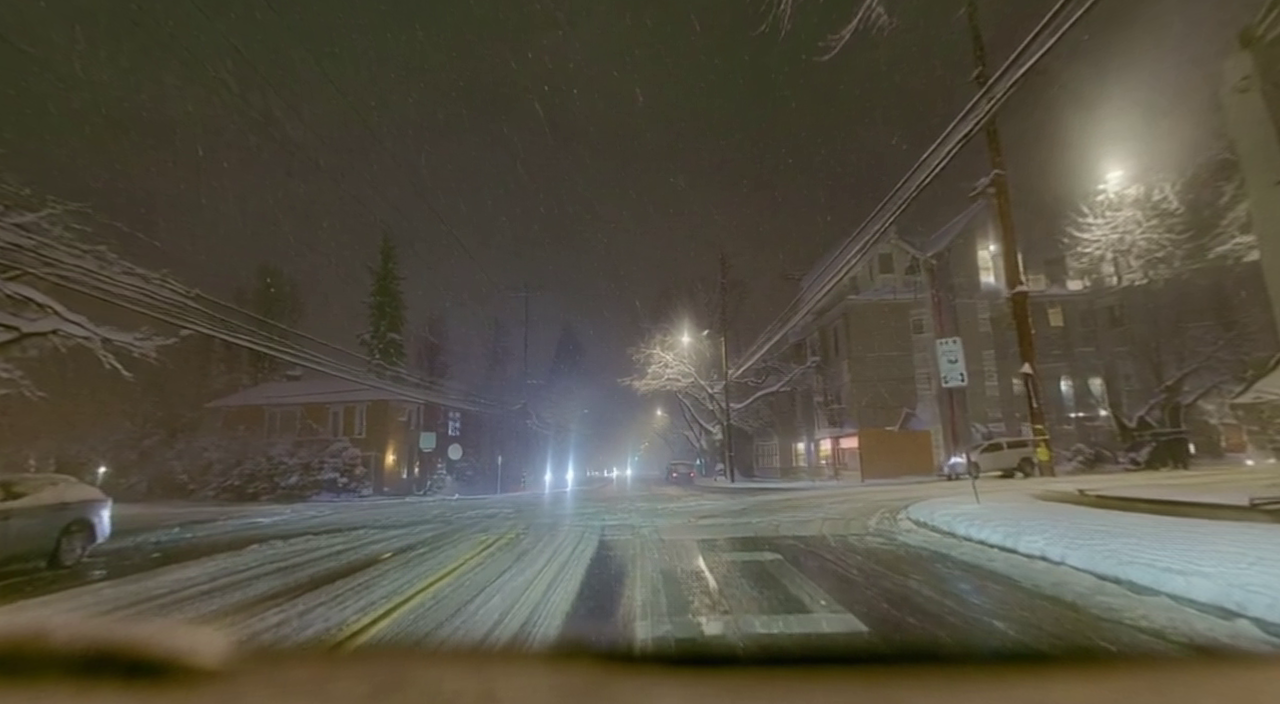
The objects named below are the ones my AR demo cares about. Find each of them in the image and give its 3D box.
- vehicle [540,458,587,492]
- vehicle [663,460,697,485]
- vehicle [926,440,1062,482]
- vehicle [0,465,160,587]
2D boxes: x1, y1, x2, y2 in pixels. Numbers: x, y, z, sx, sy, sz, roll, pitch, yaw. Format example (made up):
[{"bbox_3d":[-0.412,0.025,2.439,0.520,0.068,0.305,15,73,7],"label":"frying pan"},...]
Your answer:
[{"bbox_3d":[-4.167,6.801,35.167,2.108,1.651,4.176,0,-8,0],"label":"vehicle"},{"bbox_3d":[3.029,9.260,48.799,2.122,1.699,4.463,0,-8,-2],"label":"vehicle"},{"bbox_3d":[14.945,4.594,26.827,4.609,1.660,1.900,0,-8,-3],"label":"vehicle"},{"bbox_3d":[-9.423,2.440,8.796,2.000,1.495,4.687,-2,-8,-3],"label":"vehicle"}]
